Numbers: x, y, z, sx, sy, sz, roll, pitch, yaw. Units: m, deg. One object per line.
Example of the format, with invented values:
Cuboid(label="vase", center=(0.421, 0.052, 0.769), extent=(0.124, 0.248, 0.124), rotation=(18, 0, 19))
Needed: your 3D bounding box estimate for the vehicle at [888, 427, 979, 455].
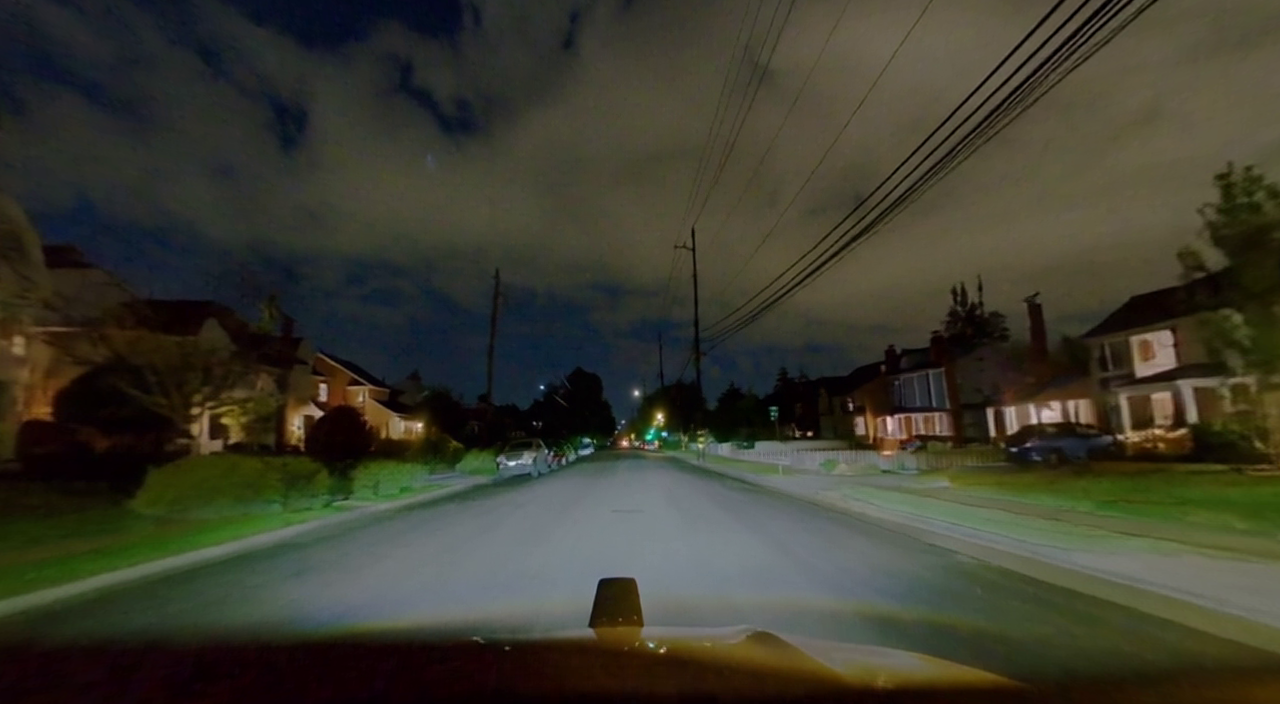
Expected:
Cuboid(label="vehicle", center=(17.394, 5.323, 37.626), extent=(4.372, 1.490, 2.032), rotation=(-1, -10, 1))

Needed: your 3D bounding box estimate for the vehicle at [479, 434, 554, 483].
Cuboid(label="vehicle", center=(-5.851, 5.129, 30.839), extent=(2.411, 1.979, 5.915), rotation=(-5, -8, 0))
